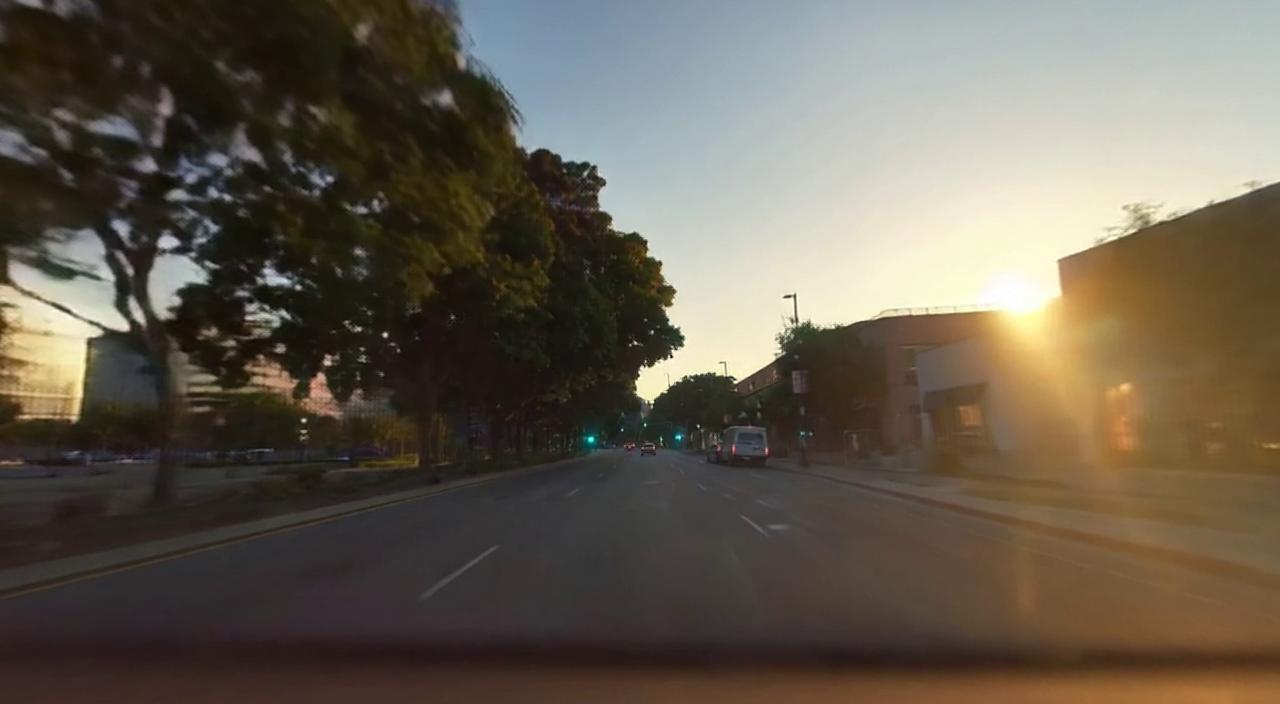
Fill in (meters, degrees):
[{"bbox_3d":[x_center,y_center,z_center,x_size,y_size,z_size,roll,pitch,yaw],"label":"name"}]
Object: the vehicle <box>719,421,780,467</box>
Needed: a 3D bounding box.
[{"bbox_3d":[6.644,5.717,39.068,2.762,2.607,6.182,0,-8,1],"label":"vehicle"}]
